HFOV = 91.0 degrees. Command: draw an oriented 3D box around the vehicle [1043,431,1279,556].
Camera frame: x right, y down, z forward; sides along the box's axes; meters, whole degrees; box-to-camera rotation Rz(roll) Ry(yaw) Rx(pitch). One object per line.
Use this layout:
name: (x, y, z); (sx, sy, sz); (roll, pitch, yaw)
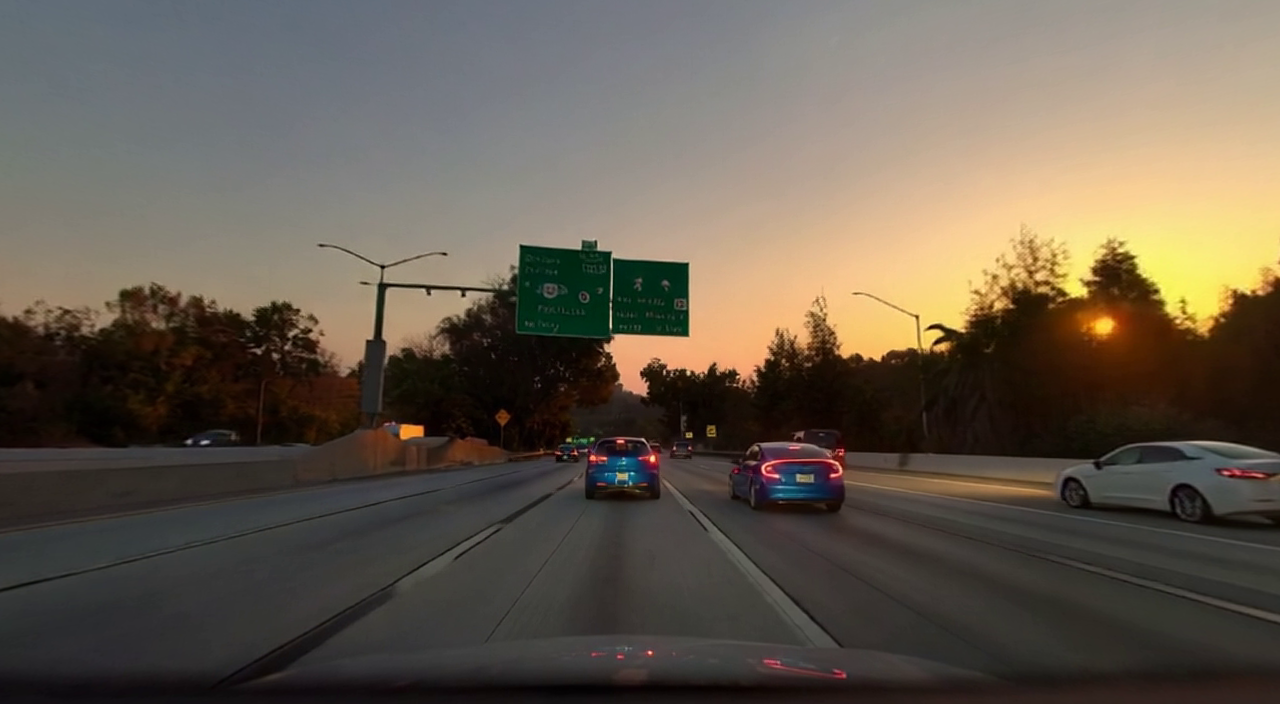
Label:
vehicle: (9.433, 2.204, 10.453); (2.106, 1.641, 4.671); (1, -9, -5)

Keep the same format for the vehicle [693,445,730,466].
vehicle: (5.296, 7.745, 47.276); (1.972, 1.521, 4.498); (1, -9, -4)

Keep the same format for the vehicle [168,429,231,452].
vehicle: (-34.862, 7.069, 49.937); (1.909, 1.708, 4.396); (1, -9, -3)

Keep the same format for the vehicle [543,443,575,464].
vehicle: (-6.111, 7.740, 48.066); (2.023, 1.497, 4.526); (1, -9, -3)

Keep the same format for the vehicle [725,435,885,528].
vehicle: (3.043, 2.489, 12.677); (1.975, 1.532, 4.227); (1, -9, -2)

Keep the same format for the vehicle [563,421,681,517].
vehicle: (-0.363, 2.462, 13.640); (2.181, 1.728, 3.970); (1, -9, -1)
